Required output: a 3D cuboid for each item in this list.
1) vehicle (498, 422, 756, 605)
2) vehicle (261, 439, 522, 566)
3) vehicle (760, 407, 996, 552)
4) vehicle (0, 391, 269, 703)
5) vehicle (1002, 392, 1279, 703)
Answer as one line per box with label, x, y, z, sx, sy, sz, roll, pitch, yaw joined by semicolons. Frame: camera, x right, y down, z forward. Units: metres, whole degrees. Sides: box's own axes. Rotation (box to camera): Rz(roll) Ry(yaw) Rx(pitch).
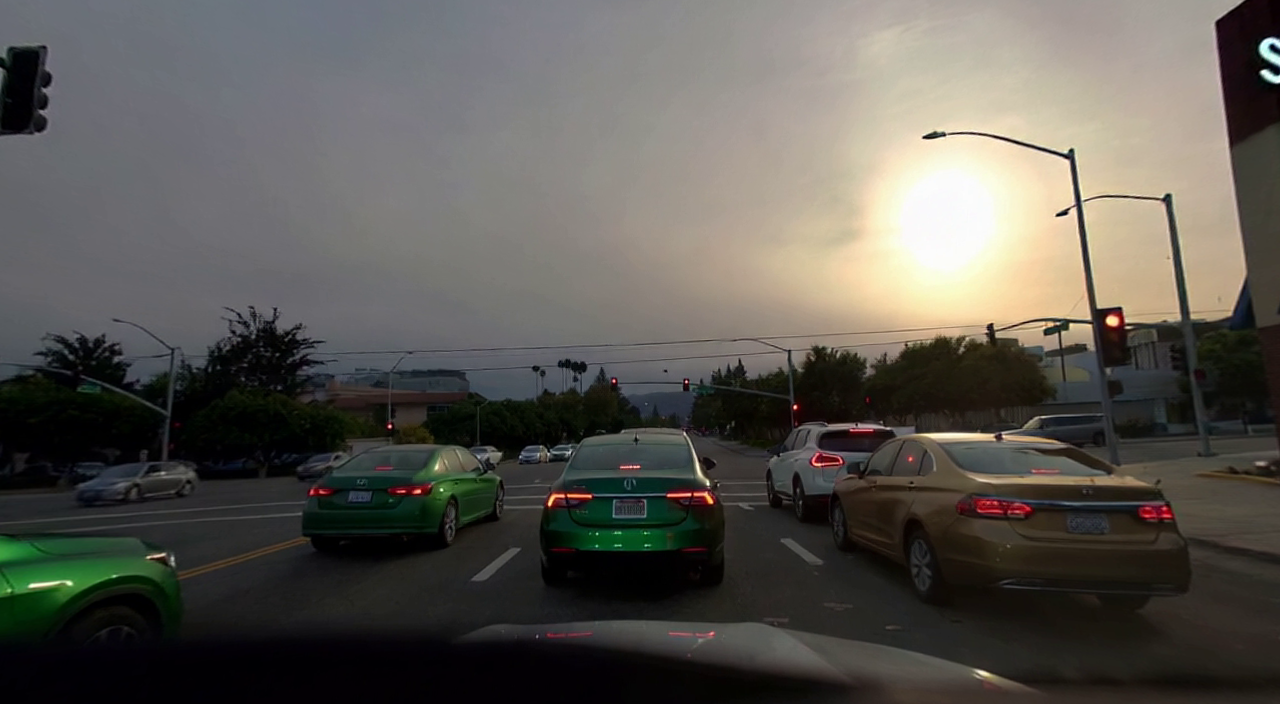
vehicle;-0.130;1.655;7.387;2.140;1.499;4.119;0;-8;-1
vehicle;-3.303;2.073;9.539;1.995;1.436;4.373;-1;-8;3
vehicle;3.309;1.867;9.832;1.992;1.744;4.183;0;-8;0
vehicle;-3.477;0.847;1.834;2.016;1.547;4.414;0;-8;1
vehicle;3.940;0.971;3.094;1.800;1.519;4.198;0;-8;0
